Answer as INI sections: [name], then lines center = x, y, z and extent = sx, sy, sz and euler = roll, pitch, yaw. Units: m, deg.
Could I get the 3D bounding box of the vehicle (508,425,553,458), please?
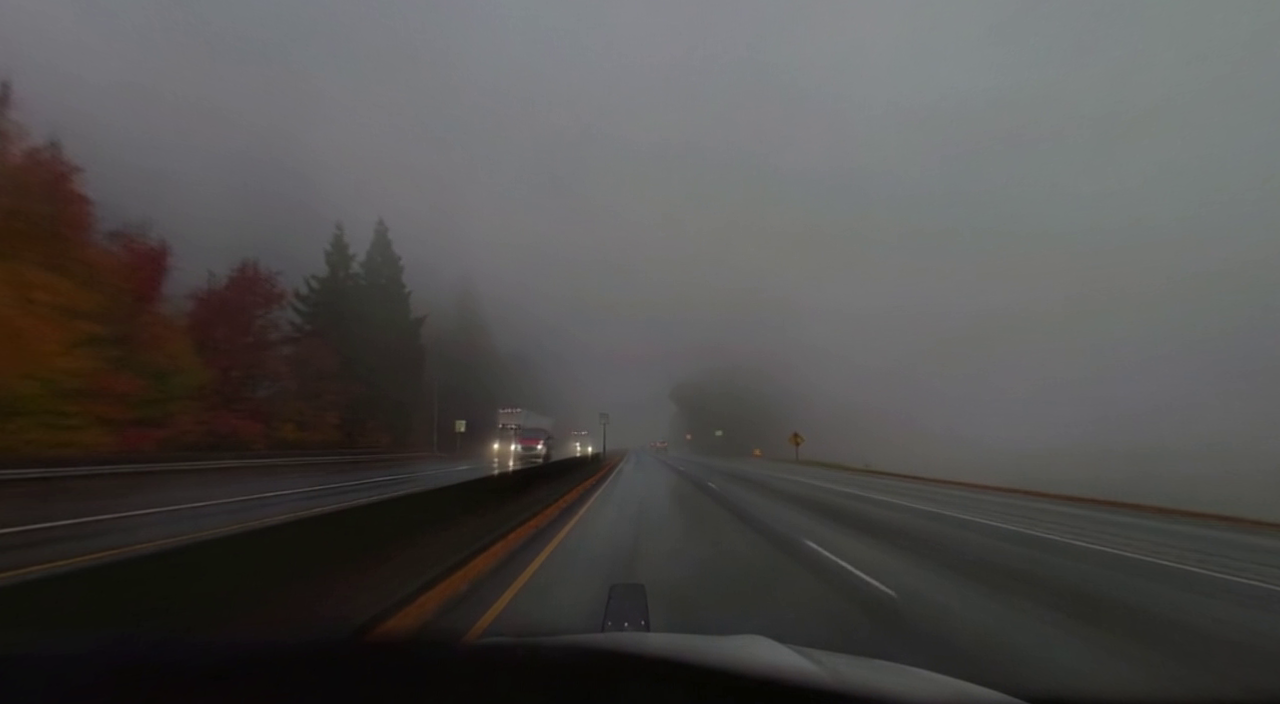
[vehicle]
center = -8.247, 6.830, 48.001
extent = 2.314, 2.316, 5.813
euler = 0, -8, 1
